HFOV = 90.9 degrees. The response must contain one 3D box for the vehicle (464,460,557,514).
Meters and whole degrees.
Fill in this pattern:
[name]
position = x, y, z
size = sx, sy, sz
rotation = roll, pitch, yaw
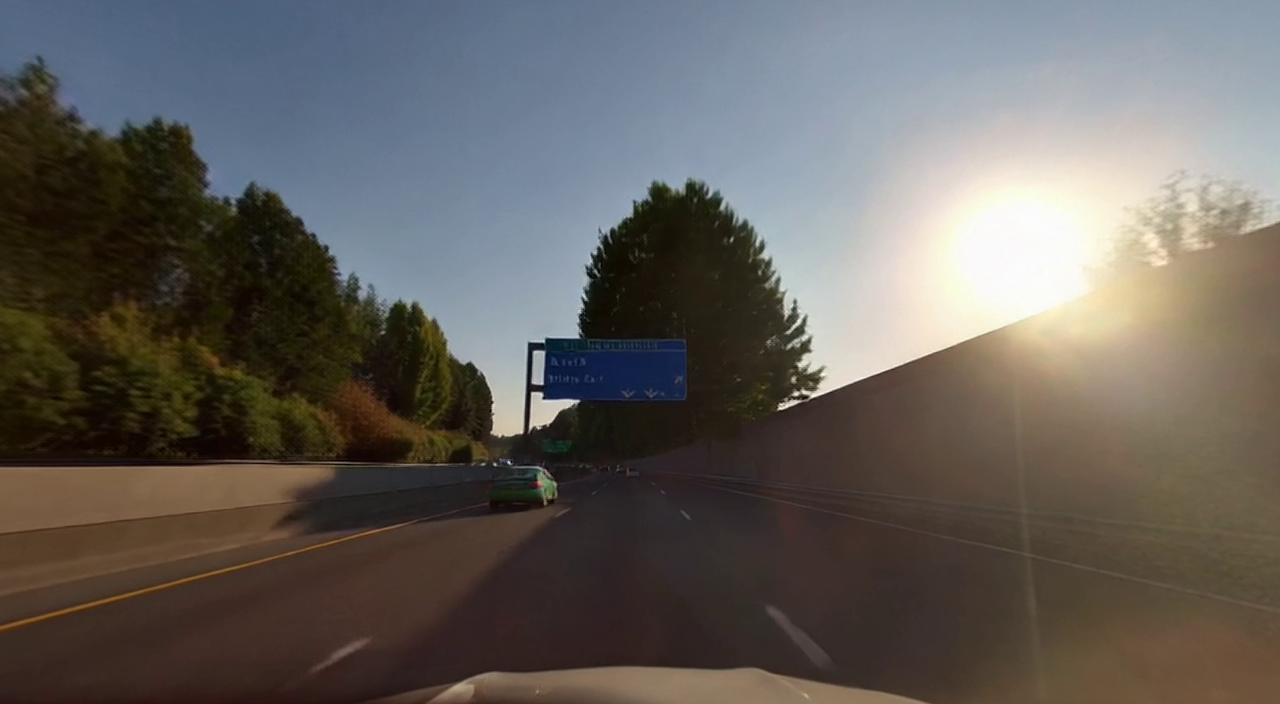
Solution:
[vehicle]
position = -3.925, 4.198, 19.867
size = 2.006, 1.469, 4.050
rotation = 1, -10, 0
